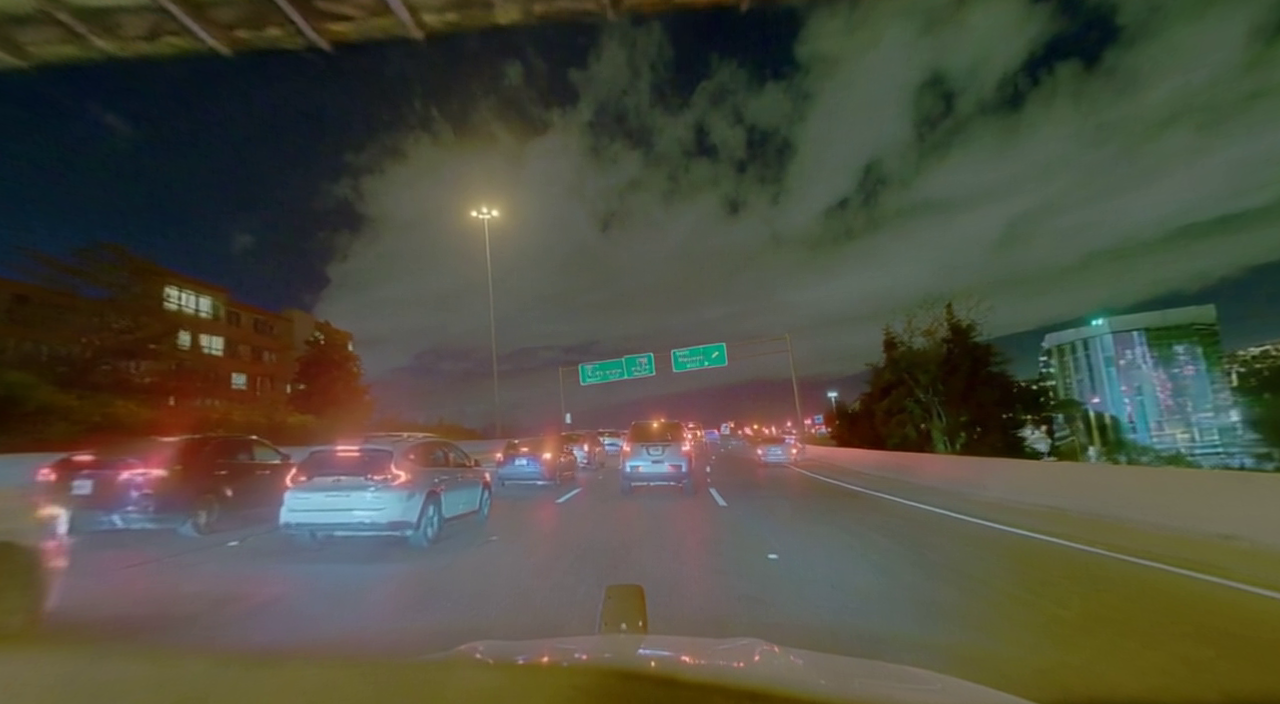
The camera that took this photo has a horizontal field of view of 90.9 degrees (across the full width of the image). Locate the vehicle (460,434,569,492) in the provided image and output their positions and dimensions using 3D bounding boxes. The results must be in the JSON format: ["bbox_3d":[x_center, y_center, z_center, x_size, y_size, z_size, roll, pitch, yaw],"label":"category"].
[{"bbox_3d":[-3.519,3.206,18.579,2.087,1.481,4.225,-1,-9,4],"label":"vehicle"}]

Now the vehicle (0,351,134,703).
[{"bbox_3d":[-4.270,0.741,1.984,1.850,1.862,4.150,0,-8,0],"label":"vehicle"}]

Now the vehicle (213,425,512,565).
[{"bbox_3d":[-3.508,1.918,9.358,1.998,1.494,5.020,0,-8,2],"label":"vehicle"}]

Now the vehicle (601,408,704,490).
[{"bbox_3d":[0.441,2.916,19.046,2.616,2.063,5.933,0,-9,3],"label":"vehicle"}]
